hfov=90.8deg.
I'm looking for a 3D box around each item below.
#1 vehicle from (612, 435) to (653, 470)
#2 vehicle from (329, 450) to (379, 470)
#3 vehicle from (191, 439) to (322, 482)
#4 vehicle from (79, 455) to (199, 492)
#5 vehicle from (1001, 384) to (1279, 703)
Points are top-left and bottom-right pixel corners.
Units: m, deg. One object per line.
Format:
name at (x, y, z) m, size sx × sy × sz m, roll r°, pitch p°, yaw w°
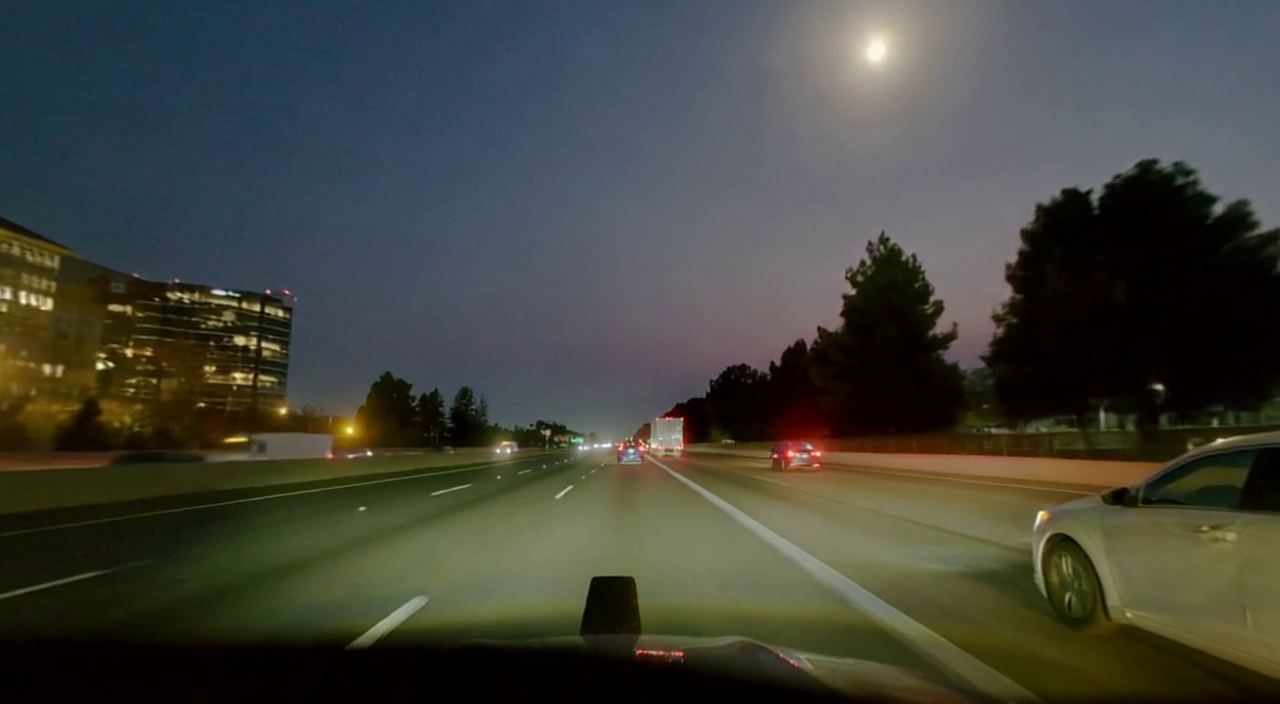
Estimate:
vehicle at (-0.467, 5.907, 37.370) m, size 2.297 × 1.912 × 4.355 m, roll 0°, pitch -8°, yaw -1°
vehicle at (-22.367, 8.442, 49.587) m, size 1.865 × 1.461 × 4.393 m, roll 0°, pitch -8°, yaw 0°
vehicle at (-18.147, 5.144, 30.402) m, size 2.356 × 1.839 × 6.133 m, roll 0°, pitch -8°, yaw 2°
vehicle at (-22.226, 5.390, 28.277) m, size 1.810 × 1.425 × 4.316 m, roll 0°, pitch -8°, yaw 0°
vehicle at (3.646, 0.899, 2.375) m, size 1.950 × 1.596 × 4.326 m, roll 0°, pitch -8°, yaw -1°
